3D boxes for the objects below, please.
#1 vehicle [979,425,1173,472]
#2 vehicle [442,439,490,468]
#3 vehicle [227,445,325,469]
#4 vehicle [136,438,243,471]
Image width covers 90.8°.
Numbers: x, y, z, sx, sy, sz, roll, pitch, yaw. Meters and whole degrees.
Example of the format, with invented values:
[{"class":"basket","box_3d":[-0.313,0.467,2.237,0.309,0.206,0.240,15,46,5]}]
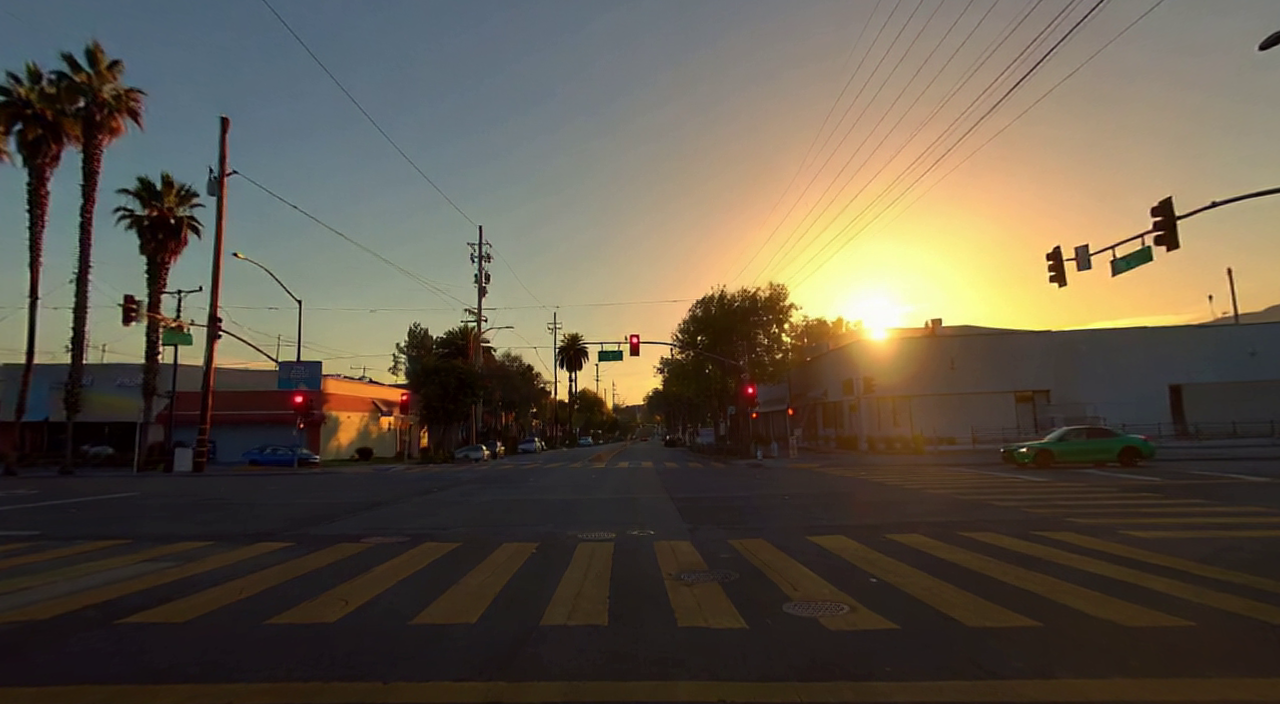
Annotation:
[{"class":"vehicle","box_3d":[14.422,3.228,21.172,4.918,1.479,1.897,-1,-9,7]},{"class":"vehicle","box_3d":[-11.966,6.989,43.794,2.016,1.717,4.287,0,-6,1]},{"class":"vehicle","box_3d":[-22.315,6.436,38.837,4.849,1.444,1.881,0,-8,1]},{"class":"vehicle","box_3d":[-25.917,5.924,36.466,4.613,1.820,2.021,-1,-9,3]}]
